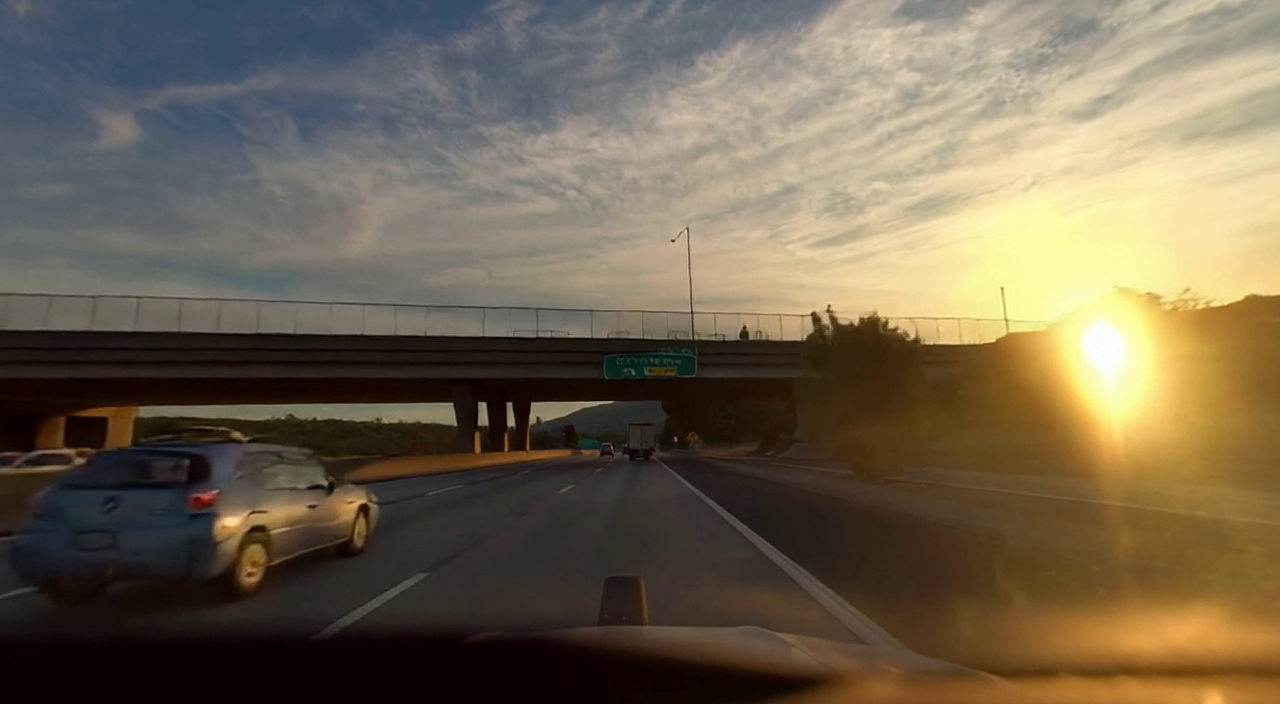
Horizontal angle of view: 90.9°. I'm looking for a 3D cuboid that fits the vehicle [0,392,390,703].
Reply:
[{"bbox_3d":[-4.401,1.388,5.630,2.235,1.593,5.077,0,-9,0],"label":"vehicle"}]
